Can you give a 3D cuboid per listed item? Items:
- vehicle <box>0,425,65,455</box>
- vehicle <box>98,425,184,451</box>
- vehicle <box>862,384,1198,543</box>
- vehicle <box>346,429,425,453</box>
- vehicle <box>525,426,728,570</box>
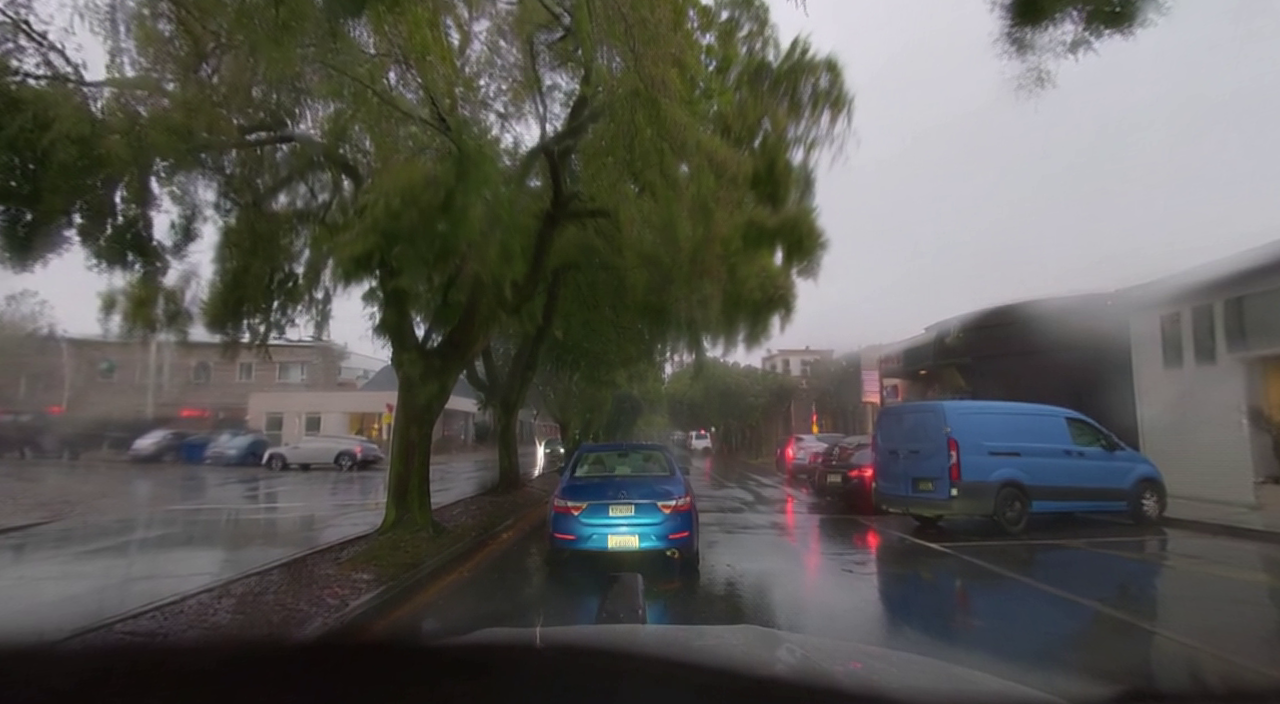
[{"bbox_3d":[-31.815,4.394,31.563,4.168,1.458,1.904,0,-8,-2],"label":"vehicle"},{"bbox_3d":[-31.799,5.494,40.304,3.915,1.574,1.850,0,-8,3],"label":"vehicle"},{"bbox_3d":[6.654,1.818,10.761,5.385,2.146,2.143,4,-9,-25],"label":"vehicle"},{"bbox_3d":[-18.455,6.461,45.957,4.892,1.679,1.927,1,-8,-6],"label":"vehicle"},{"bbox_3d":[-0.210,1.829,8.768,2.065,1.450,4.522,0,-8,-2],"label":"vehicle"}]
